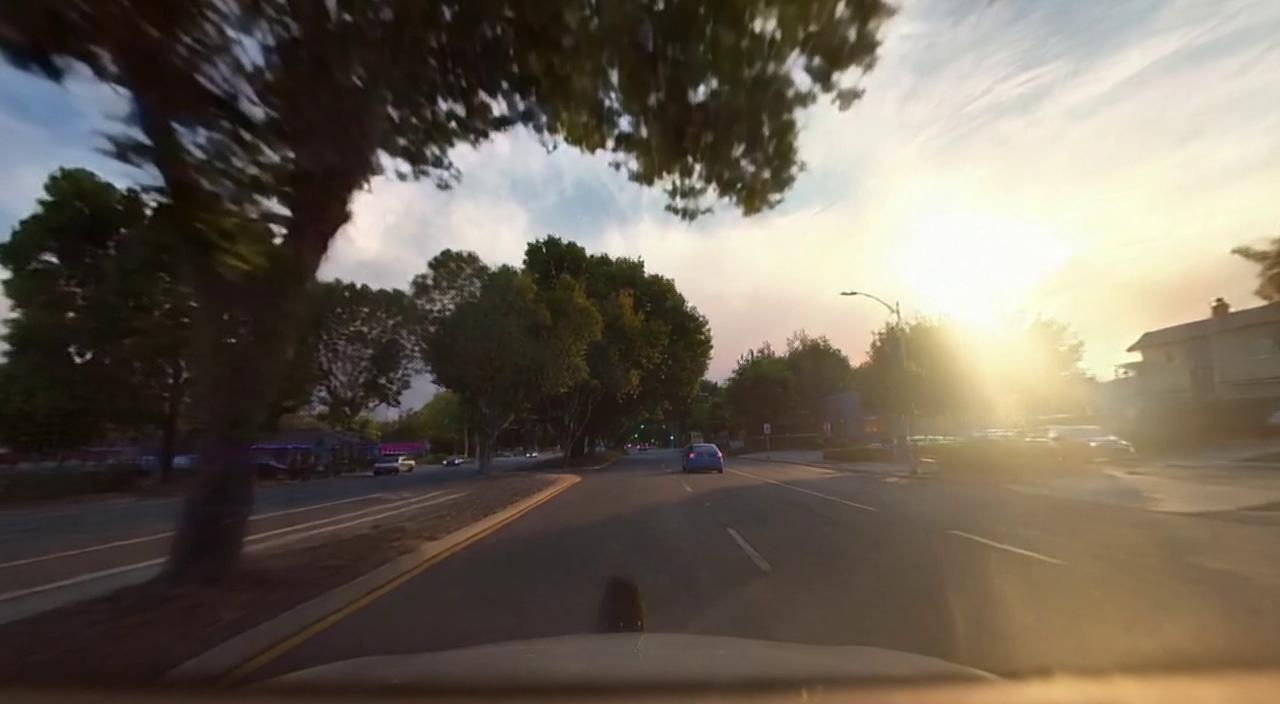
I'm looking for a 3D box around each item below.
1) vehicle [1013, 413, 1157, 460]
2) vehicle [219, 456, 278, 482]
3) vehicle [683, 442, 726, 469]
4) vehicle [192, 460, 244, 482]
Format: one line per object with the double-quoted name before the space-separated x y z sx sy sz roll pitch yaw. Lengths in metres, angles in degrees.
"vehicle" 19.827 3.859 28.618 2.247 1.917 5.791 0 -8 0
"vehicle" -28.973 8.638 46.898 1.943 1.647 4.077 -3 -9 -2
"vehicle" 3.587 5.811 35.808 1.929 1.411 4.284 0 -8 -1
"vehicle" -31.698 8.956 47.554 1.738 1.466 3.540 1 -8 -5
